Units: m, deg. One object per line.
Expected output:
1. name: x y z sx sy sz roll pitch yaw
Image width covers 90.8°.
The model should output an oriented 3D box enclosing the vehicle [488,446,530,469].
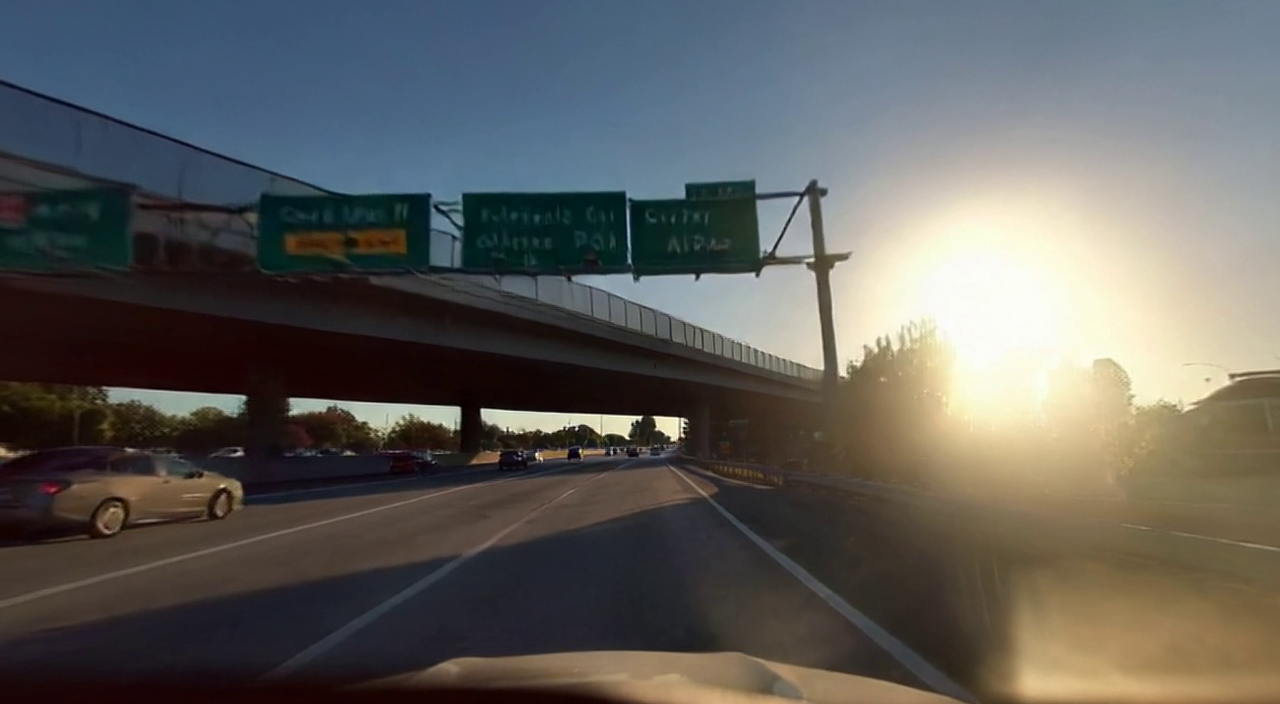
1. vehicle: -9.484 7.662 46.031 2.271 1.537 4.029 0 -9 -1

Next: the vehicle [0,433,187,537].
1. vehicle: -10.525 2.255 11.187 1.829 1.520 4.505 0 -9 -3
